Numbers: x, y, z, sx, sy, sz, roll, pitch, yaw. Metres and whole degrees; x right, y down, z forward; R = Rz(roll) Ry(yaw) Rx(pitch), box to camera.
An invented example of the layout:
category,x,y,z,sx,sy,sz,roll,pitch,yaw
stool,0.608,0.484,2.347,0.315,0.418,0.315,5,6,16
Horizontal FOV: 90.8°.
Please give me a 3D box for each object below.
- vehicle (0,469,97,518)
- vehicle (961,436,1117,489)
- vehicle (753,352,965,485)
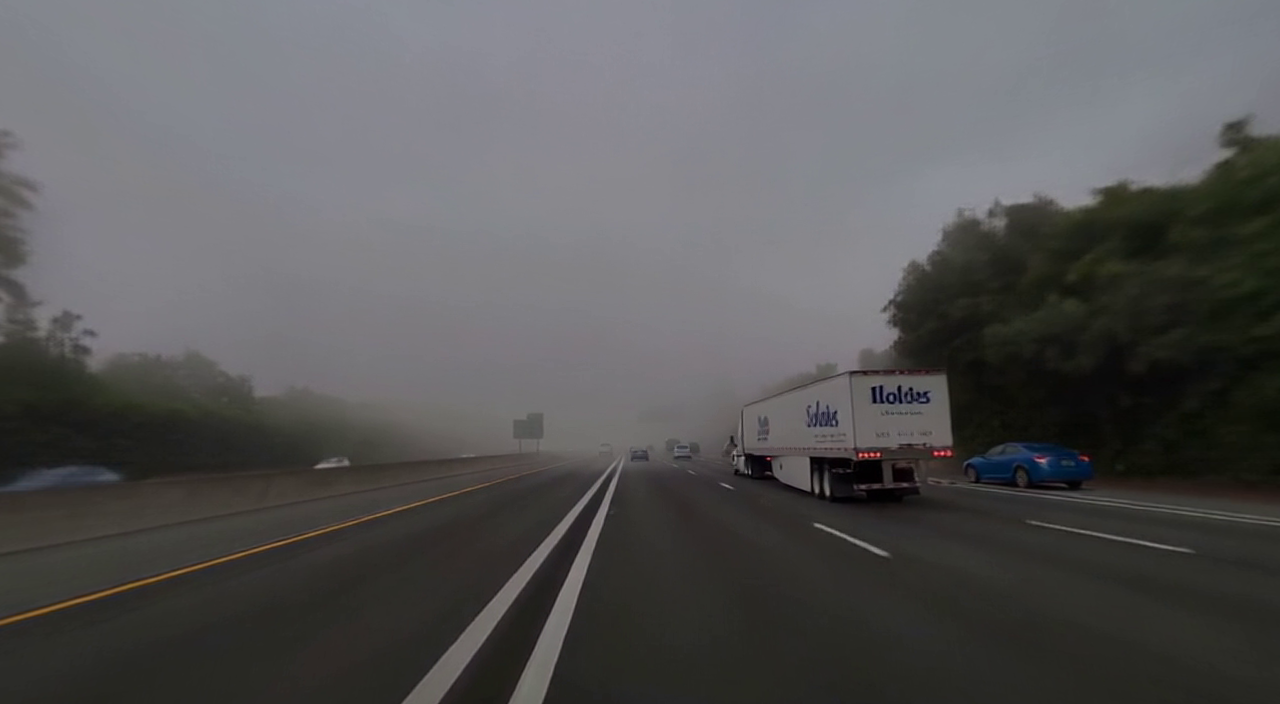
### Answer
category,x,y,z,sx,sy,sz,roll,pitch,yaw
vehicle,-22.294,4.990,22.418,1.900,1.486,4.702,0,-9,-1
vehicle,12.240,3.397,19.802,1.862,1.462,4.459,0,-9,-2
vehicle,8.225,3.267,27.798,2.892,4.128,16.495,0,-9,-2
